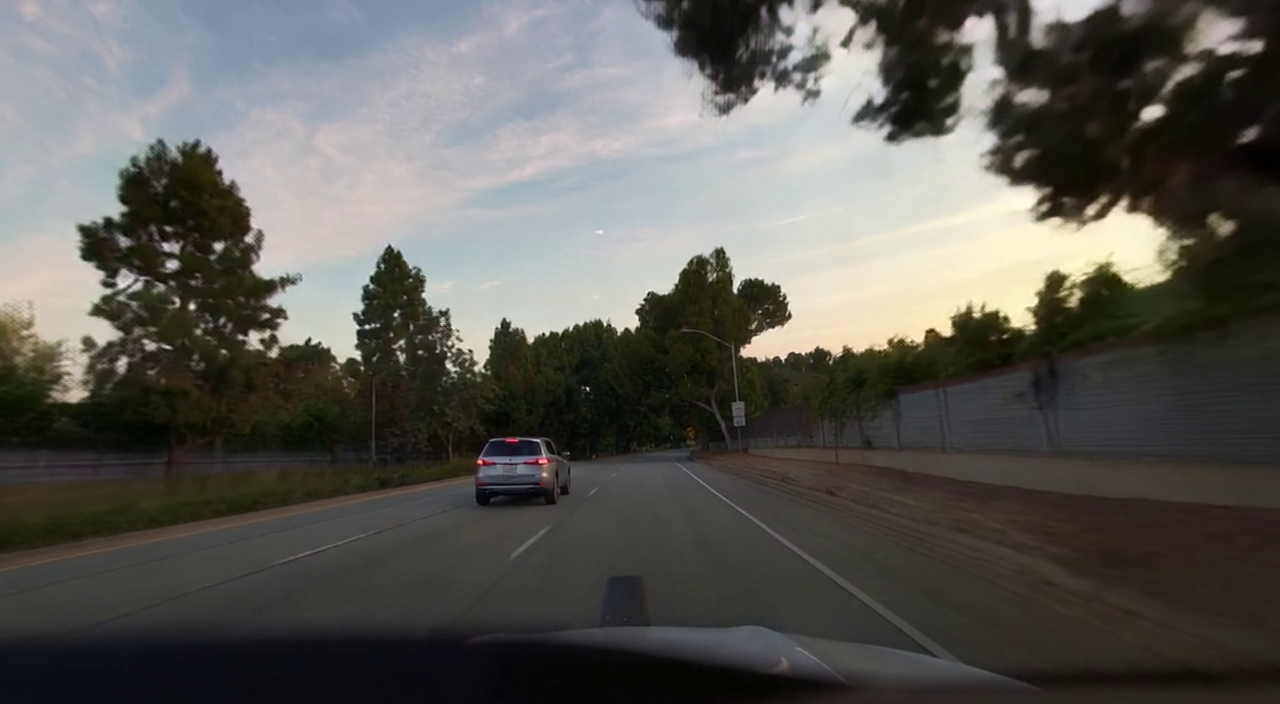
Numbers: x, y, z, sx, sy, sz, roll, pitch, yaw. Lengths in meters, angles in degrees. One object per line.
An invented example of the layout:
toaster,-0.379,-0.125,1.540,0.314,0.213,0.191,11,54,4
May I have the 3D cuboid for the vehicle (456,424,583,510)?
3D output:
vehicle,-2.838,2.838,16.067,2.160,1.855,4.695,-1,-8,2
